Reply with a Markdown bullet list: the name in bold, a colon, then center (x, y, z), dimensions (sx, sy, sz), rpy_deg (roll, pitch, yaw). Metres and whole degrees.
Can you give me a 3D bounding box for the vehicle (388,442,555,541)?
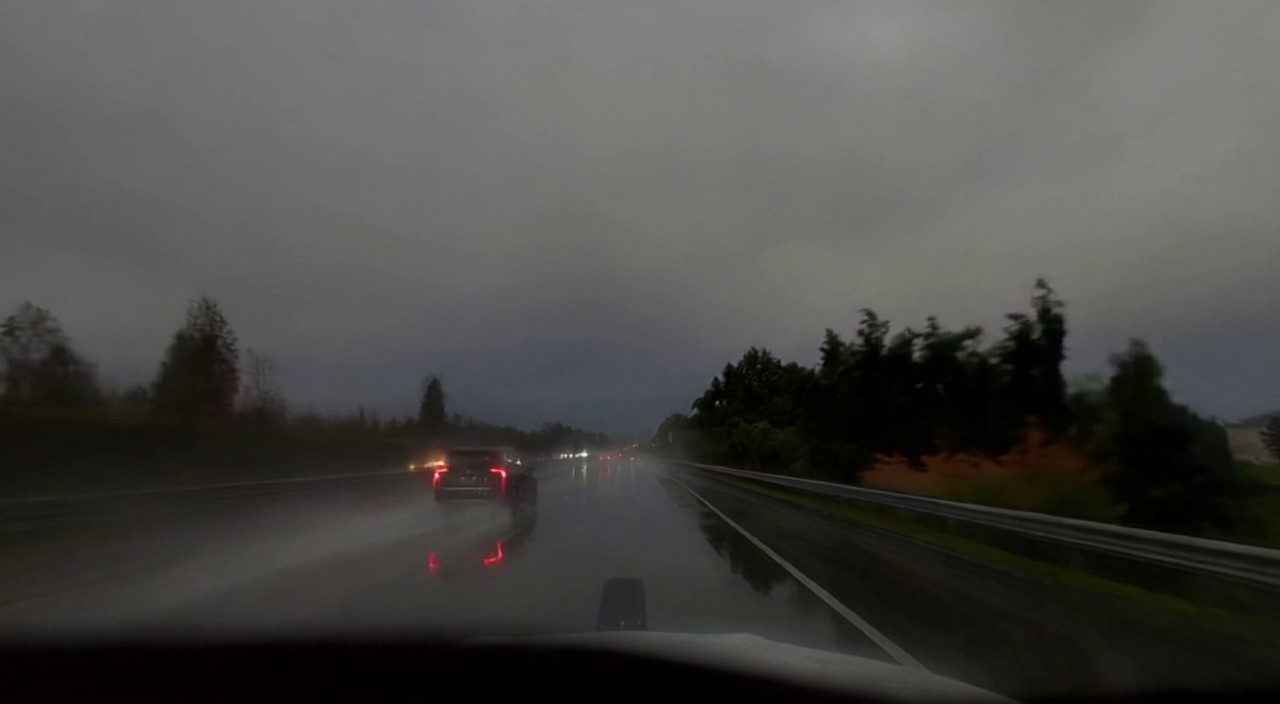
- **vehicle**: center (-3.235, 2.781, 13.250), dimensions (2.135, 1.686, 4.517), rpy_deg (0, -9, 2)
